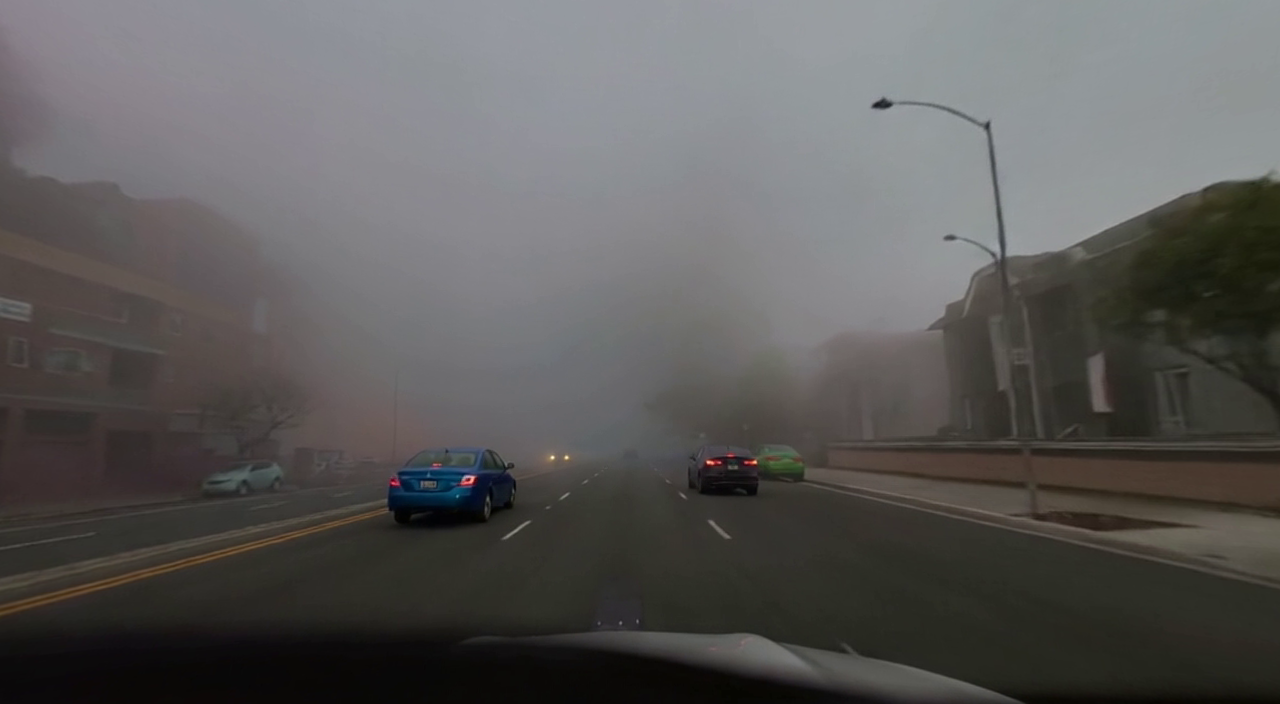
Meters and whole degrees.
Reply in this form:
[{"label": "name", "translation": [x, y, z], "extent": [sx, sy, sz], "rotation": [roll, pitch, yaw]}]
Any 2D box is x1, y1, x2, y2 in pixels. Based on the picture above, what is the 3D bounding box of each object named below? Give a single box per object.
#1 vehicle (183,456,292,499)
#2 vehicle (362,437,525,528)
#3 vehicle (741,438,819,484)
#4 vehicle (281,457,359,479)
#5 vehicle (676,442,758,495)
[{"label": "vehicle", "translation": [-18.205, 5.651, 28.871], "extent": [2.003, 1.699, 4.524], "rotation": [-2, -9, -1]}, {"label": "vehicle", "translation": [-3.744, 2.544, 12.916], "extent": [2.062, 1.527, 4.044], "rotation": [0, -9, 0]}, {"label": "vehicle", "translation": [5.919, 4.667, 27.457], "extent": [2.085, 1.782, 5.258], "rotation": [0, -9, -1]}, {"label": "vehicle", "translation": [-24.182, 8.779, 47.877], "extent": [4.816, 1.482, 1.995], "rotation": [-1, -9, 3]}, {"label": "vehicle", "translation": [2.318, 3.654, 20.280], "extent": [1.978, 1.471, 4.426], "rotation": [0, -9, -1]}]
